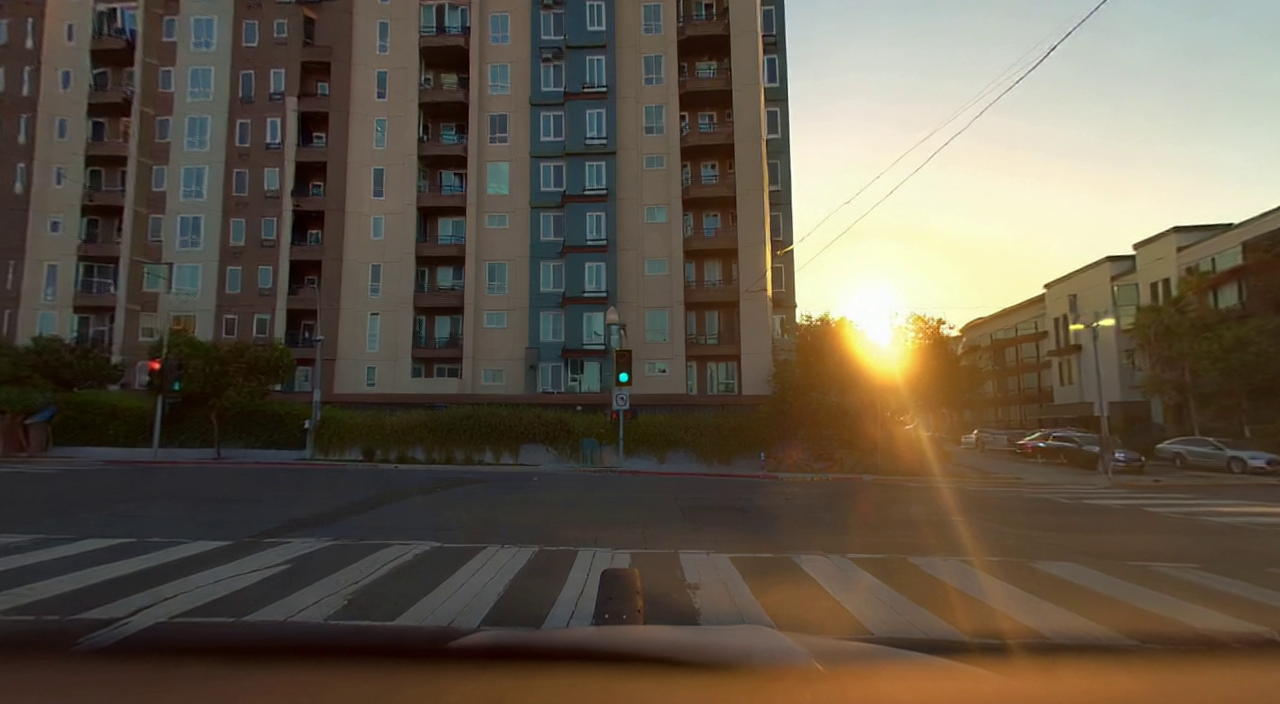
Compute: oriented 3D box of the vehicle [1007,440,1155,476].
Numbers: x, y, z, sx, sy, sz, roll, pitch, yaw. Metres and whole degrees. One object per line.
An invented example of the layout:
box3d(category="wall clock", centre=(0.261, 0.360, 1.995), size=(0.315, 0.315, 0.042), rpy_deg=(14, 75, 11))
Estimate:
box3d(category="vehicle", centre=(18.554, 4.470, 26.695), size=(4.823, 1.458, 1.914), rpy_deg=(0, -9, -1))
